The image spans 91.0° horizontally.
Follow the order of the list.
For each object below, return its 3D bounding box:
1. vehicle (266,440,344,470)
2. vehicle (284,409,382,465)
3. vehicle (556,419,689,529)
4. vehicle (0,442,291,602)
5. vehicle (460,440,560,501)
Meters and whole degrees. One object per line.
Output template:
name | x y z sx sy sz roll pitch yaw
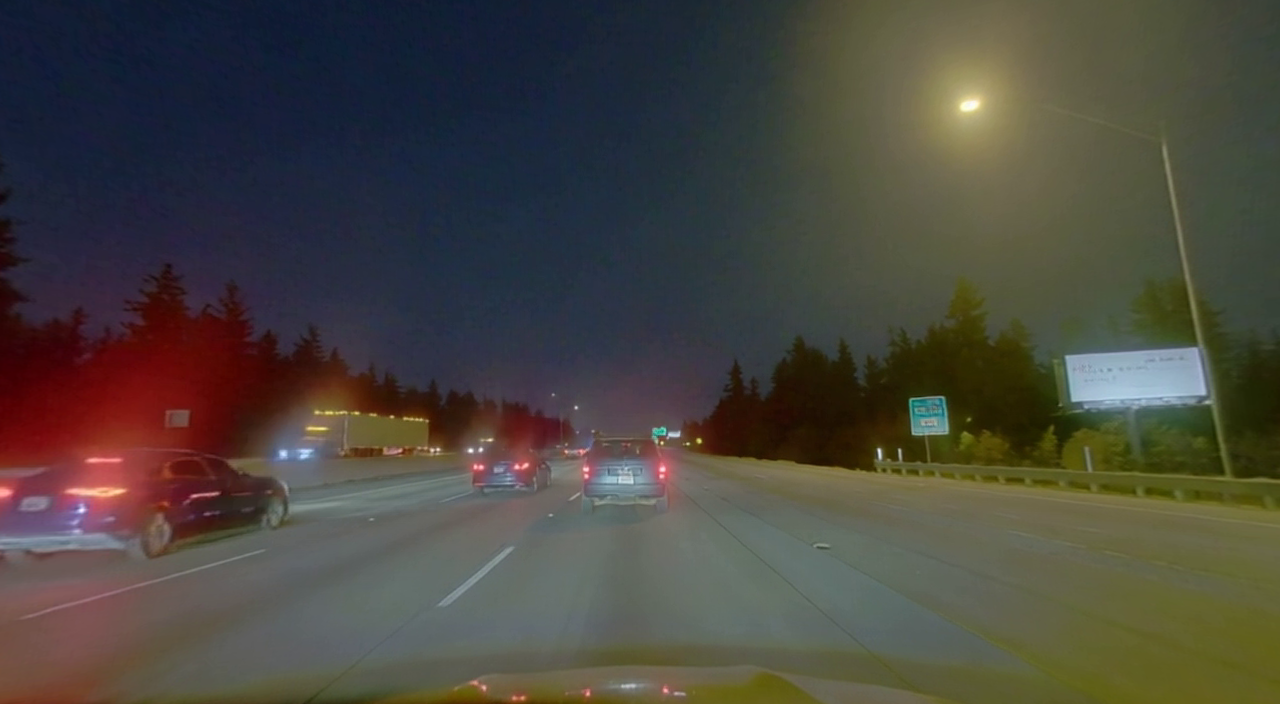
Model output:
vehicle | -19.125 5.888 36.201 1.859 1.624 4.863 0 -9 -1
vehicle | -23.192 6.591 48.263 3.063 3.879 8.695 0 -9 -1
vehicle | -0.300 2.331 12.581 2.127 1.749 4.776 0 -9 -1
vehicle | -6.887 1.938 8.212 1.892 1.468 4.792 0 -9 0
vehicle | -3.567 3.334 18.171 1.889 1.522 4.465 0 -9 1
